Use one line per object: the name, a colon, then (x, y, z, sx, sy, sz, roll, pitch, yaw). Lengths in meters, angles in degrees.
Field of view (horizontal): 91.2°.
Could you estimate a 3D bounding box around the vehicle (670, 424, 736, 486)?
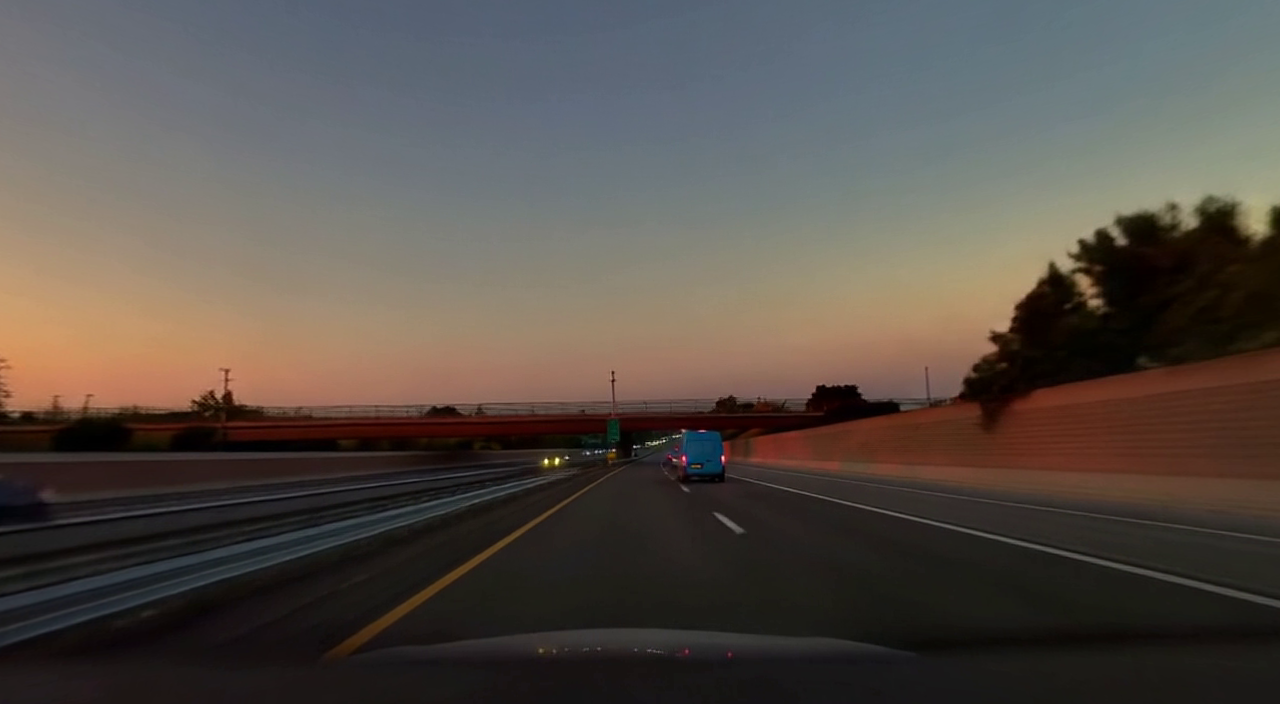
vehicle: (2.837, 4.837, 29.631, 2.560, 2.598, 5.581, -1, -9, 1)
